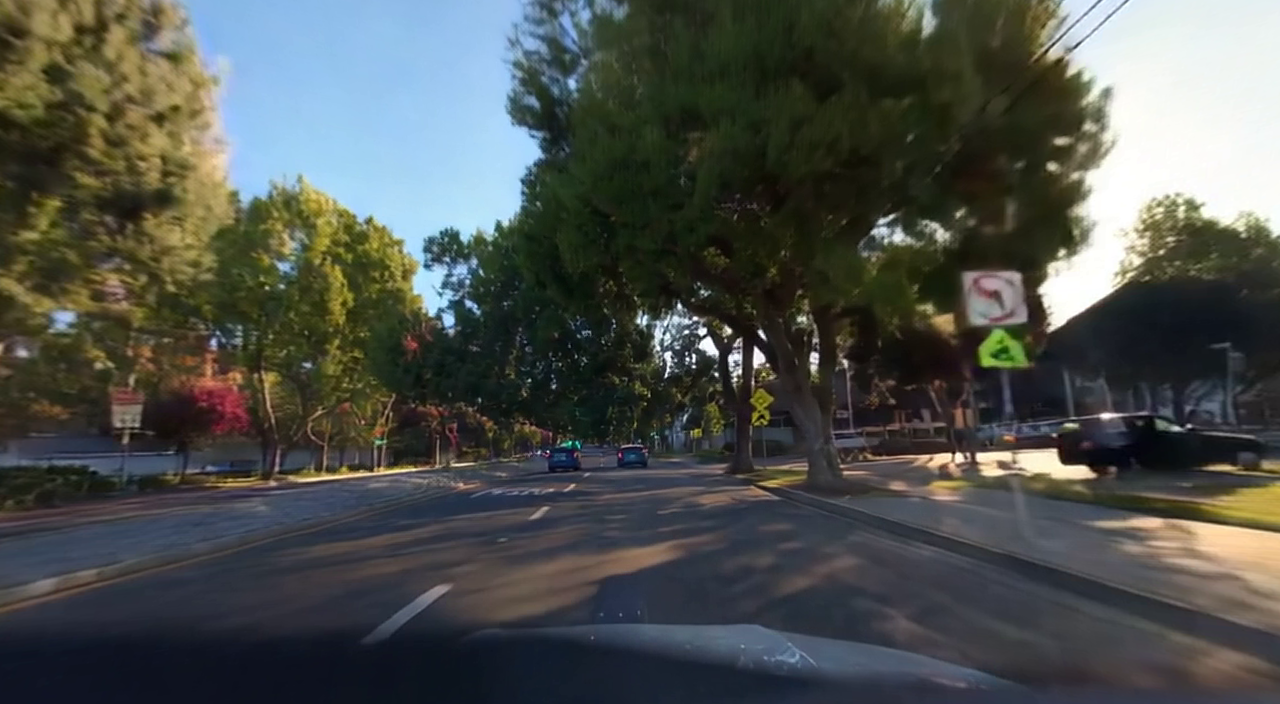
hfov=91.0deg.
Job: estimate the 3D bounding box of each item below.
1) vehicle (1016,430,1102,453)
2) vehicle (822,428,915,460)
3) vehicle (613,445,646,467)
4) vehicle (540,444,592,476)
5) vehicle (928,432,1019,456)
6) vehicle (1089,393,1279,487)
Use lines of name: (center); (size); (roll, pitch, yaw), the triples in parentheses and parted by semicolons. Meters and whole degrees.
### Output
vehicle: (28.261, 6.043, 42.523); (4.444, 1.482, 1.883); (0, -9, -4)
vehicle: (15.205, 6.162, 42.143); (5.230, 2.007, 2.410); (0, -9, 1)
vehicle: (-0.746, 7.283, 44.176); (2.187, 1.478, 4.138); (0, -8, -1)
vehicle: (-3.626, 5.384, 31.613); (2.083, 1.460, 4.527); (0, -8, -1)
vehicle: (22.381, 6.198, 42.368); (5.025, 1.532, 1.958); (0, -9, -1)
vehicle: (12.532, 1.814, 13.817); (4.442, 1.752, 2.008); (1, -2, -16)
